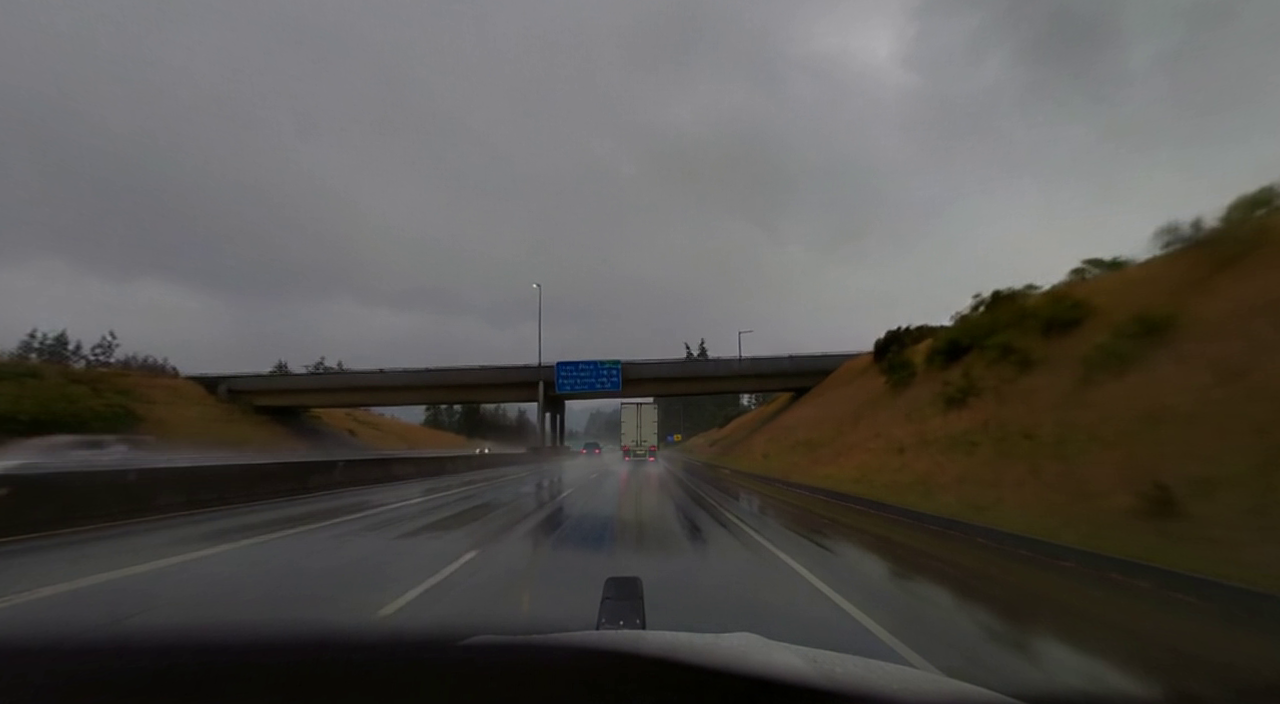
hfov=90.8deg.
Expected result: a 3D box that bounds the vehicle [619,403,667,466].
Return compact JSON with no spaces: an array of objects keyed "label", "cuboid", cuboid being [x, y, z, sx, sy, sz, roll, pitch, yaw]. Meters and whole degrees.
[{"label":"vehicle","cuboid":[0.167,6.201,46.438,3.033,3.985,12.383,0,-9,0]}]
